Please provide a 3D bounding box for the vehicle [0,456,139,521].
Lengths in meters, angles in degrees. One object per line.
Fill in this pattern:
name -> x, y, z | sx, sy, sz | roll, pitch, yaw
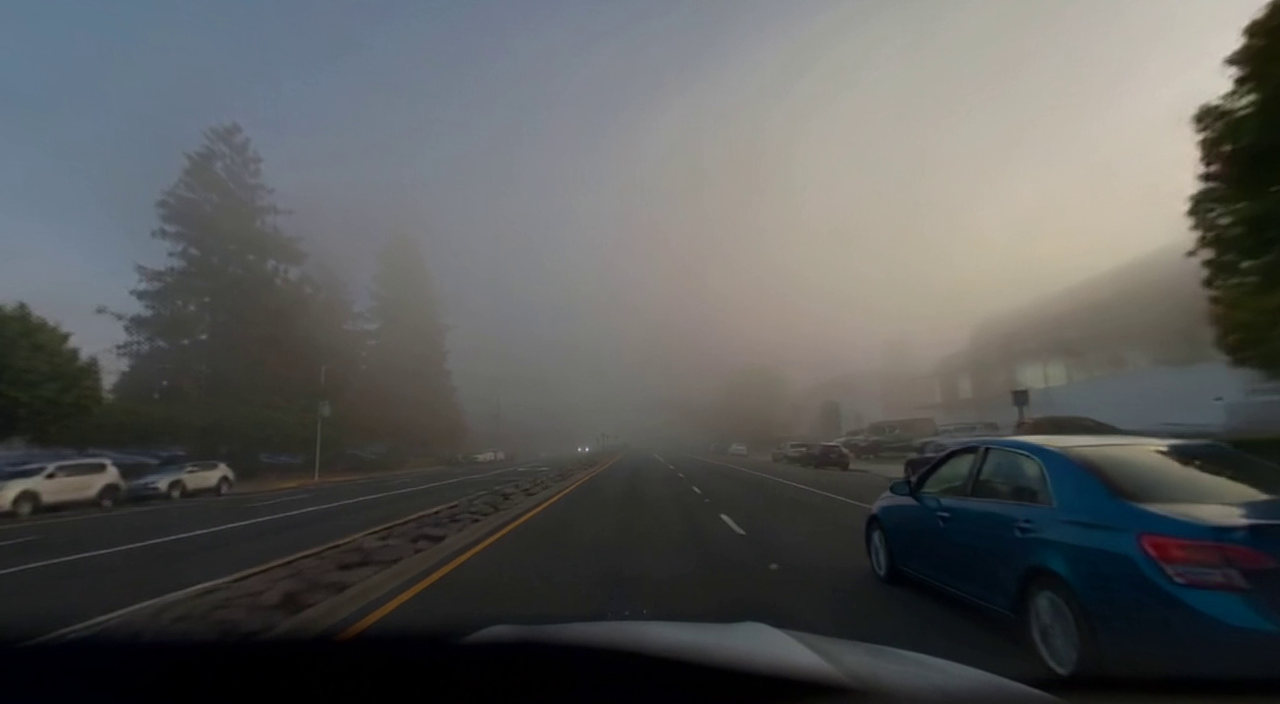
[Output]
vehicle -> -18.719, 4.194, 19.931 | 1.993, 1.686, 4.698 | 0, -8, -2

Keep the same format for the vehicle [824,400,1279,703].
vehicle -> 3.057, 1.211, 4.455 | 2.141, 1.443, 4.499 | 0, -8, 0

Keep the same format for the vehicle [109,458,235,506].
vehicle -> -18.602, 5.145, 25.339 | 1.828, 1.457, 4.292 | -3, -7, 0
